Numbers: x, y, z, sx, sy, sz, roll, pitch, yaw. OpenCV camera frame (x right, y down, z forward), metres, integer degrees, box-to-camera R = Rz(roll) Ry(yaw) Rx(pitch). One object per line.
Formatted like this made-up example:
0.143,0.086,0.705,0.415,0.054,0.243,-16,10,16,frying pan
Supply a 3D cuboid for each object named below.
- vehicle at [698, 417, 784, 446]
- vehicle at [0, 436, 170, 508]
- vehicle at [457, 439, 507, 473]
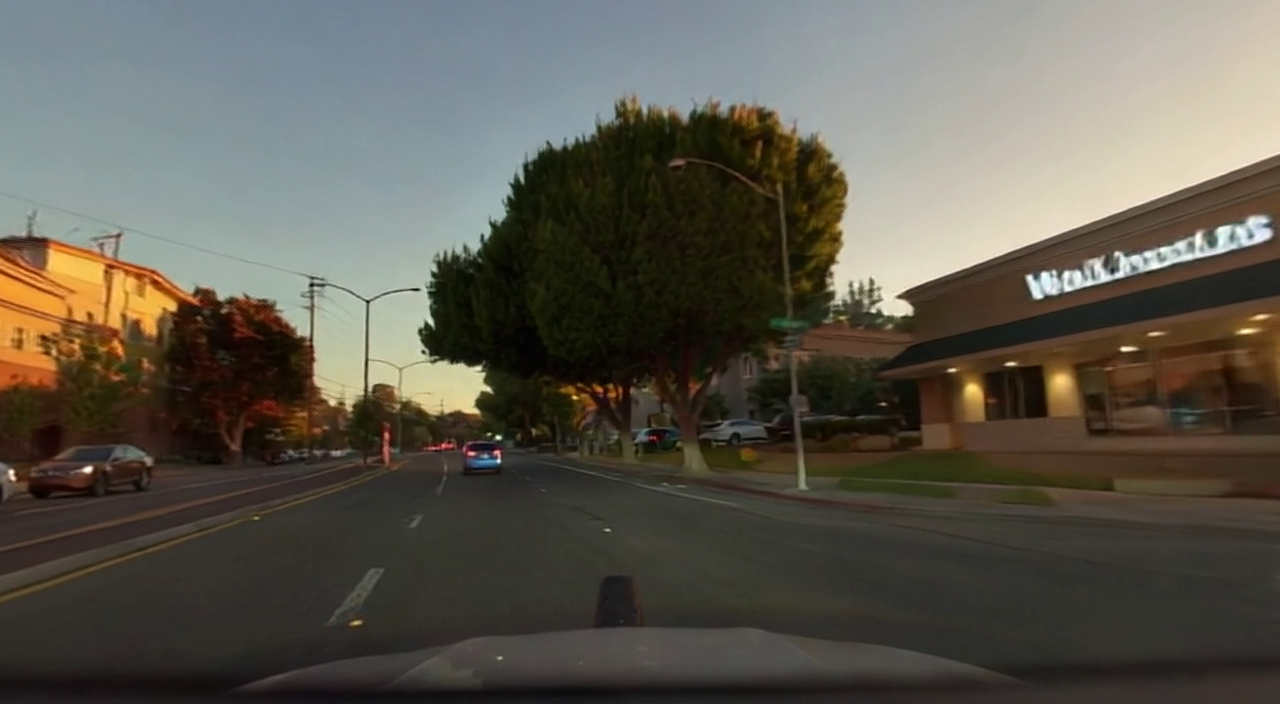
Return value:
6.351,5.061,39.868,4.851,1.737,2.189,3,-9,-18,vehicle
-15.932,3.324,18.044,2.275,1.752,4.858,2,-9,-15,vehicle
-8.253,5.334,32.692,2.197,1.642,4.312,3,-9,-17,vehicle
